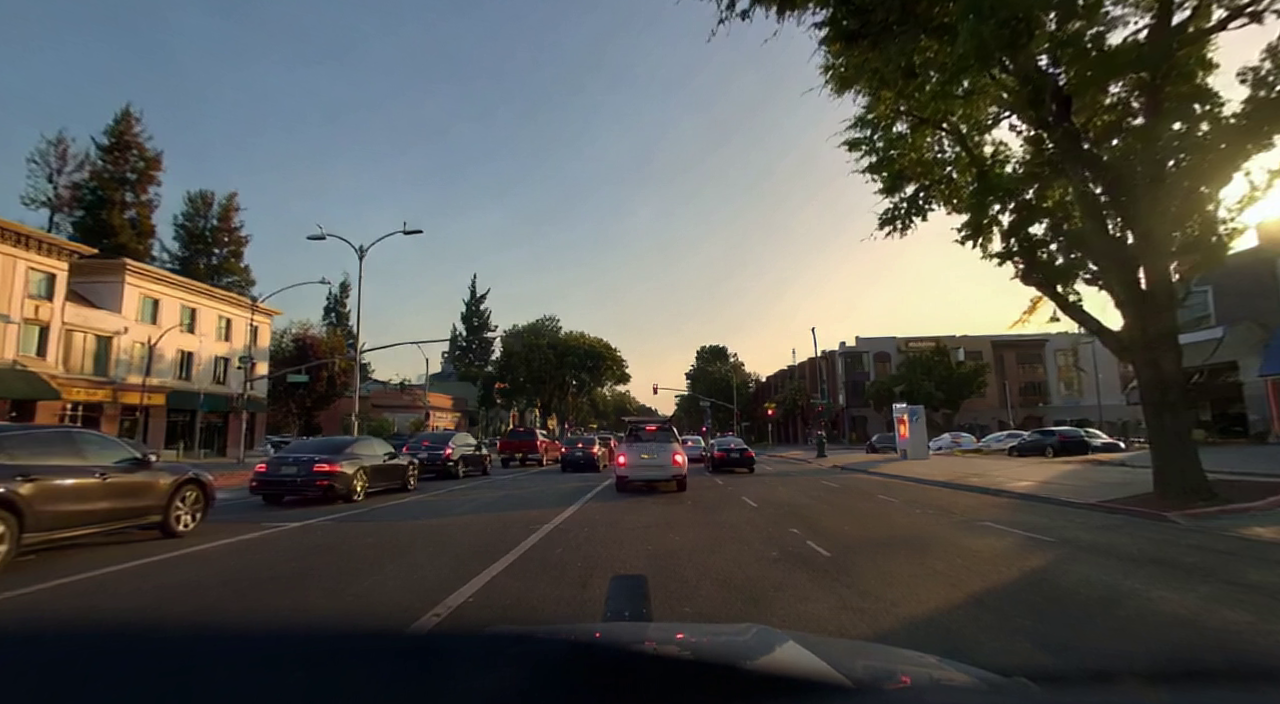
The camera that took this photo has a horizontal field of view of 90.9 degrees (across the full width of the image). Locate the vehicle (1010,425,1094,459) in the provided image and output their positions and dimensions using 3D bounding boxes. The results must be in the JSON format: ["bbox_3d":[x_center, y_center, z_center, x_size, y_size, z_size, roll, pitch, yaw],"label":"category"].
[{"bbox_3d":[20.769,4.547,31.768,4.156,1.622,1.924,6,-10,-33],"label":"vehicle"}]

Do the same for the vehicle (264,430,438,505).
[{"bbox_3d":[-6.399,2.594,14.632,1.831,1.451,4.382,0,-8,2],"label":"vehicle"}]

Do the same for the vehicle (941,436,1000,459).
[{"bbox_3d":[21.979,6.345,41.903,3.836,1.443,1.694,5,-10,-32],"label":"vehicle"}]

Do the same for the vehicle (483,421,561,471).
[{"bbox_3d":[-5.290,4.310,29.008,2.496,2.112,4.351,-1,-8,4],"label":"vehicle"}]

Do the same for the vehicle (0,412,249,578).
[{"bbox_3d":[-6.783,1.499,7.064,1.901,1.510,4.367,0,-8,1],"label":"vehicle"}]

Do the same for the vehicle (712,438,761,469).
[{"bbox_3d":[4.769,5.081,31.818,2.023,1.441,4.240,0,-8,3],"label":"vehicle"}]

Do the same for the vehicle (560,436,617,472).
[{"bbox_3d":[-2.195,4.522,28.075,1.894,1.461,4.080,-1,-8,4],"label":"vehicle"}]

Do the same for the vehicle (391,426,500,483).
[{"bbox_3d":[-6.259,3.361,20.910,1.941,1.655,4.503,0,-8,3],"label":"vehicle"}]

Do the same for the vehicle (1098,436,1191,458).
[{"bbox_3d":[31.146,5.846,38.968,4.176,1.313,1.719,0,-8,3],"label":"vehicle"}]

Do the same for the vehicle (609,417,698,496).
[{"bbox_3d":[0.367,2.749,16.886,2.064,1.817,4.298,0,-8,2],"label":"vehicle"}]
